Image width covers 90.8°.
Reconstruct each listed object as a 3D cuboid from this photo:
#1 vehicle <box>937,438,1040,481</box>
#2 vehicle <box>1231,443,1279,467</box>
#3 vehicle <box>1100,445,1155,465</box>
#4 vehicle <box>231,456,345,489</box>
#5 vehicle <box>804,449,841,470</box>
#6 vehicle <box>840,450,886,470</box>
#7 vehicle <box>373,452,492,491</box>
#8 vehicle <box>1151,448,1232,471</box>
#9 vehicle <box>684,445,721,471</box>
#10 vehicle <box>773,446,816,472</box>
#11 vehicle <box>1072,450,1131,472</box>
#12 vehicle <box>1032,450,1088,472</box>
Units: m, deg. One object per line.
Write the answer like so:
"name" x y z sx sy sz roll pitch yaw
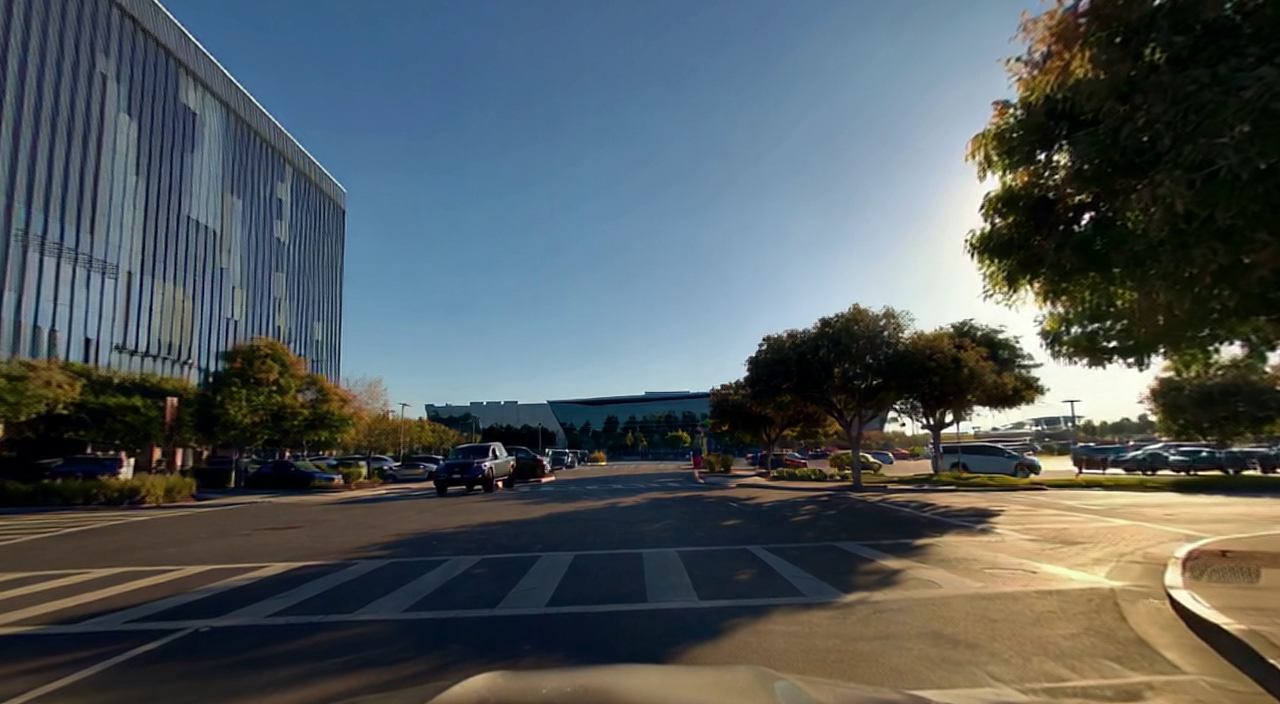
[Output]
"vehicle" 16.470 5.079 30.197 2.048 1.852 4.998 0 -8 0
"vehicle" 43.045 6.946 42.746 1.758 1.572 4.421 0 -8 0
"vehicle" 37.030 7.820 48.055 1.545 1.398 3.431 0 -9 3
"vehicle" -16.658 5.692 30.029 4.331 1.437 1.876 0 -8 3
"vehicle" 14.159 8.355 49.310 1.935 1.477 3.719 0 -8 3
"vehicle" 17.102 8.273 48.650 1.971 1.478 4.477 0 -8 1
"vehicle" -8.703 4.964 26.575 4.442 1.504 1.809 4 -10 -28
"vehicle" 36.999 7.231 42.531 1.678 1.423 4.191 0 -9 1
"vehicle" 4.588 7.796 46.921 2.262 1.794 5.331 0 -8 1
"vehicle" 10.531 7.284 43.351 1.936 1.673 4.305 0 -8 1
"vehicle" 31.311 7.396 42.977 1.519 1.371 3.278 0 -8 0
"vehicle" 28.333 7.344 42.717 1.495 1.371 3.336 -1 -9 0
